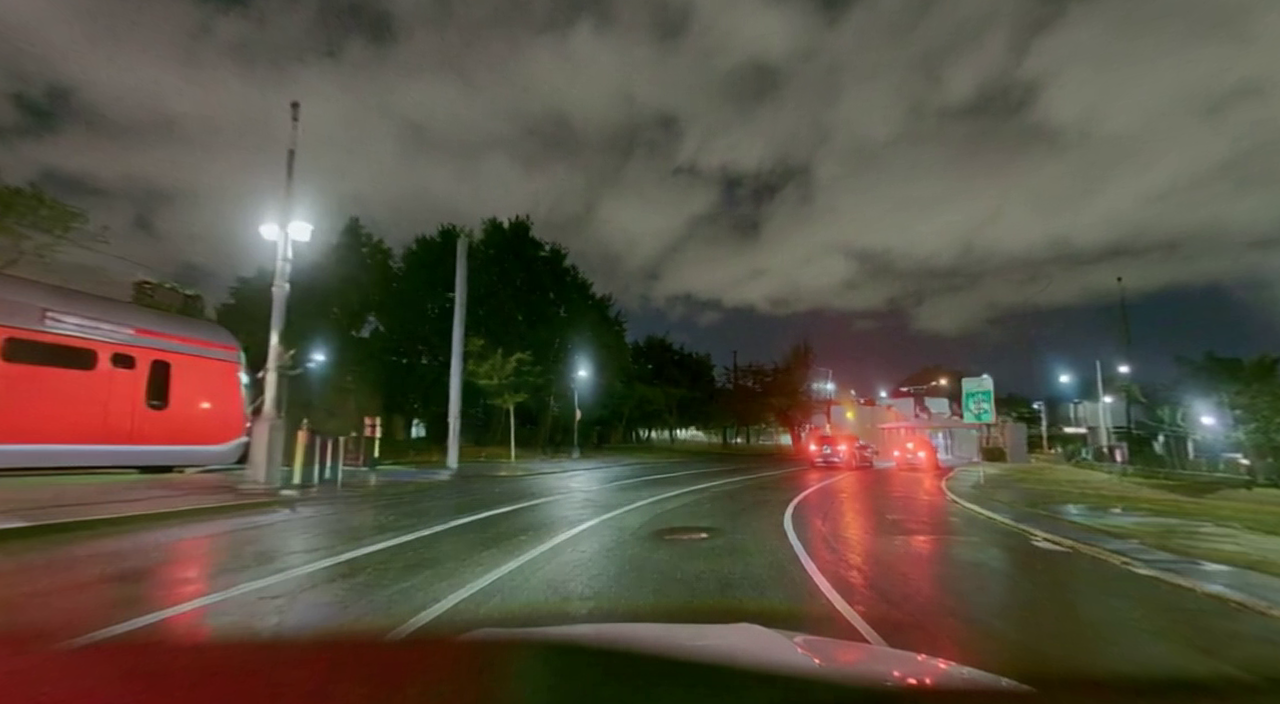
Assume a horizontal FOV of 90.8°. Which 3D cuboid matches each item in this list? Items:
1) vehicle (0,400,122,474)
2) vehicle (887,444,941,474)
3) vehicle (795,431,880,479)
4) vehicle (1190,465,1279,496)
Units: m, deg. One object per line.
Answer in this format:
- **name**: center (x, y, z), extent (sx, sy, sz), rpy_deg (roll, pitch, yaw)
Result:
- **vehicle**: center (-32.548, 4.285, 31.605), extent (2.931, 3.569, 12.284), rpy_deg (0, -8, 0)
- **vehicle**: center (17.042, 6.616, 39.191), extent (2.010, 1.725, 4.320), rpy_deg (-7, -11, 37)
- **vehicle**: center (8.186, 4.165, 25.885), extent (2.263, 1.765, 4.237), rpy_deg (-5, -10, 31)
- **vehicle**: center (32.057, 6.759, 33.370), extent (4.118, 1.477, 1.691), rpy_deg (-1, -8, 6)
